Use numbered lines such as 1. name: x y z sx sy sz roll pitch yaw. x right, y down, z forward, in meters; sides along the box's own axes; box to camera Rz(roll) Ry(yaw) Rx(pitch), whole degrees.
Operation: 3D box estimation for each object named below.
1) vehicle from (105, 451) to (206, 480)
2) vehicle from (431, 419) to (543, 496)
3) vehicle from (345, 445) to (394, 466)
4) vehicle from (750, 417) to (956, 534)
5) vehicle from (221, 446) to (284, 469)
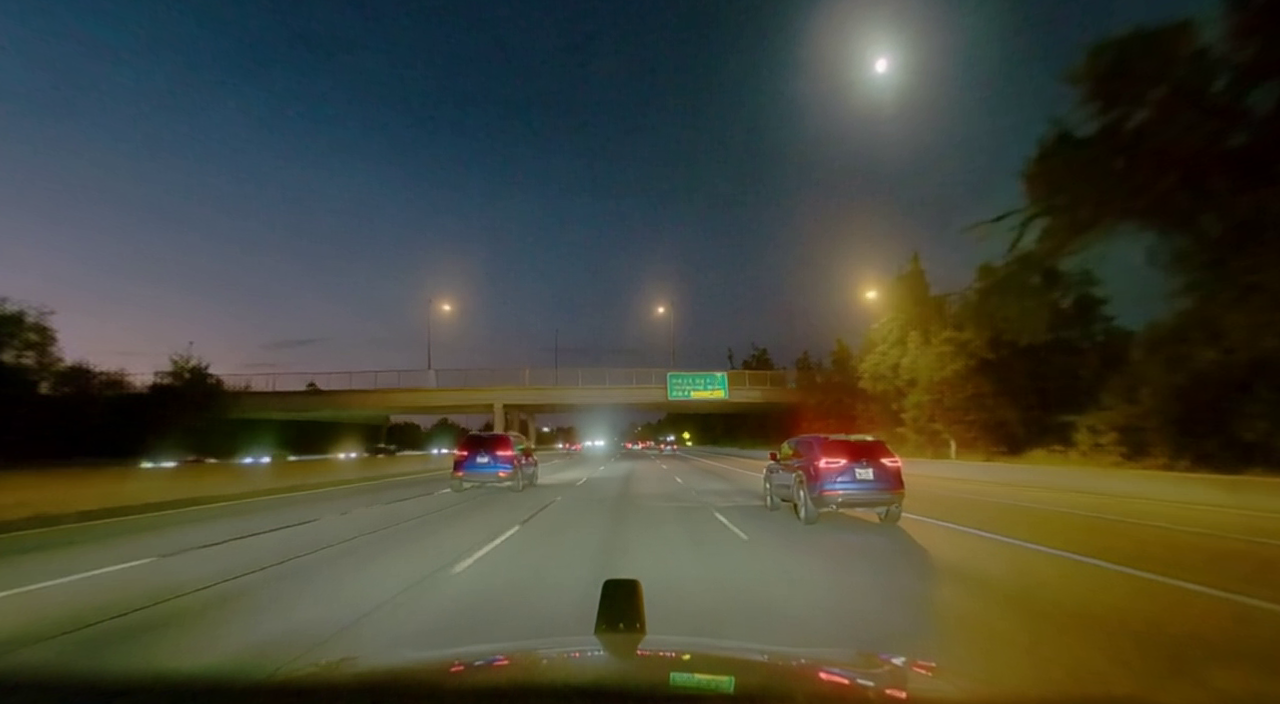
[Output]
1. vehicle: -27.323 6.390 35.885 1.852 1.484 4.894 0 -9 0
2. vehicle: -4.132 2.957 17.927 2.018 1.872 4.728 0 -9 -1
3. vehicle: -19.849 7.575 46.514 1.770 1.469 4.265 0 -9 -1
4. vehicle: 3.632 2.212 11.883 2.185 1.749 4.477 0 -9 -1
5. vehicle: -30.007 8.170 49.115 1.952 1.656 4.611 0 -9 0
